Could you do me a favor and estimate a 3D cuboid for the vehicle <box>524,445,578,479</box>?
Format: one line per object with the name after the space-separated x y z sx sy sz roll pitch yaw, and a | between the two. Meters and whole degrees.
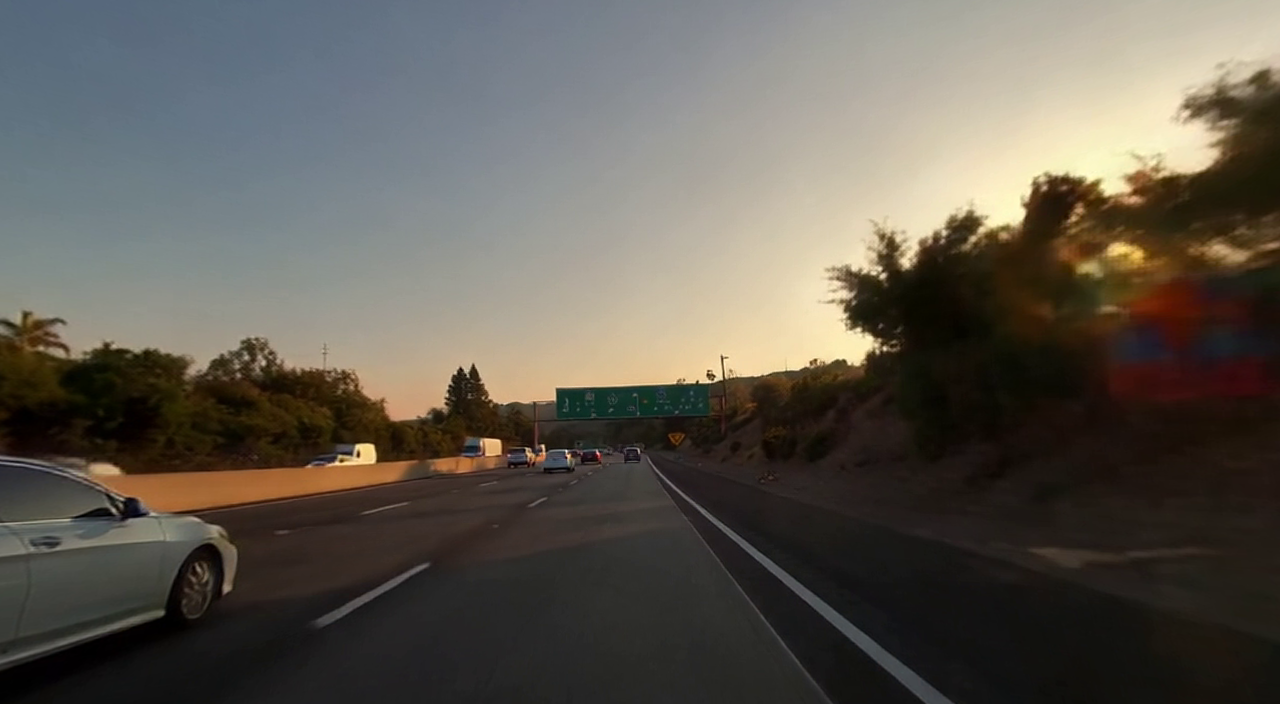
-4.166 5.198 29.954 1.988 1.477 4.118 0 -9 0 | vehicle

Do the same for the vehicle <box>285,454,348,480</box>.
-20.109 7.139 39.128 1.869 1.503 3.906 0 -9 0 | vehicle

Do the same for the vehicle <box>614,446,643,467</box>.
-0.860 7.773 46.835 2.023 1.479 3.718 0 -9 -1 | vehicle

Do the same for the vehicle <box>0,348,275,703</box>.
-4.004 0.863 2.745 2.074 1.779 4.588 0 -9 -1 | vehicle

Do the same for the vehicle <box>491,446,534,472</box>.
-7.950 6.686 39.382 1.936 1.516 3.904 0 -9 0 | vehicle
